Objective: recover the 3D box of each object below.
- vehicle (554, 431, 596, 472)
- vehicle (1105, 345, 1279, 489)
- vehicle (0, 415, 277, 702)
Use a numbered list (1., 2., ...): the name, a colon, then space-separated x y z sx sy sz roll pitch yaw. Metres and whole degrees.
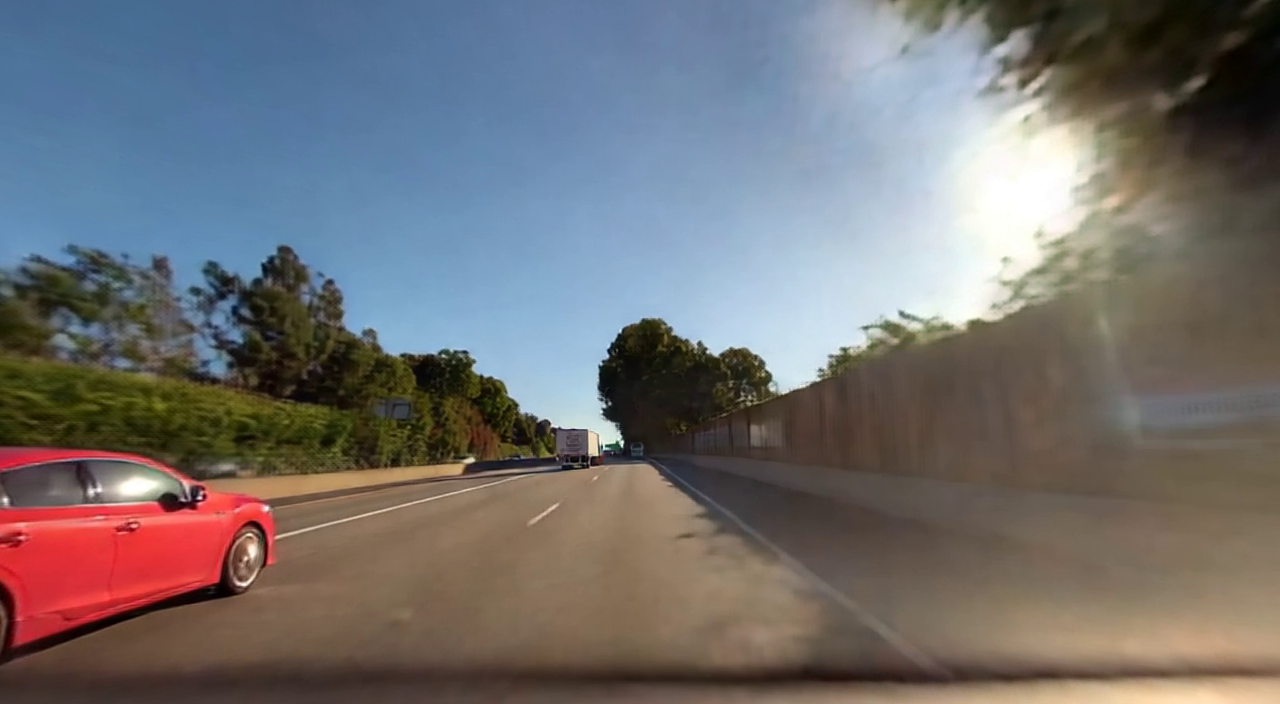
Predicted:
1. vehicle: -4.255 6.645 42.232 2.305 2.517 5.486 0 -9 0
2. vehicle: 20.007 1.699 17.151 2.782 4.082 12.925 1 -9 -12
3. vehicle: -4.348 1.107 3.450 2.024 1.476 4.466 -1 -9 1
